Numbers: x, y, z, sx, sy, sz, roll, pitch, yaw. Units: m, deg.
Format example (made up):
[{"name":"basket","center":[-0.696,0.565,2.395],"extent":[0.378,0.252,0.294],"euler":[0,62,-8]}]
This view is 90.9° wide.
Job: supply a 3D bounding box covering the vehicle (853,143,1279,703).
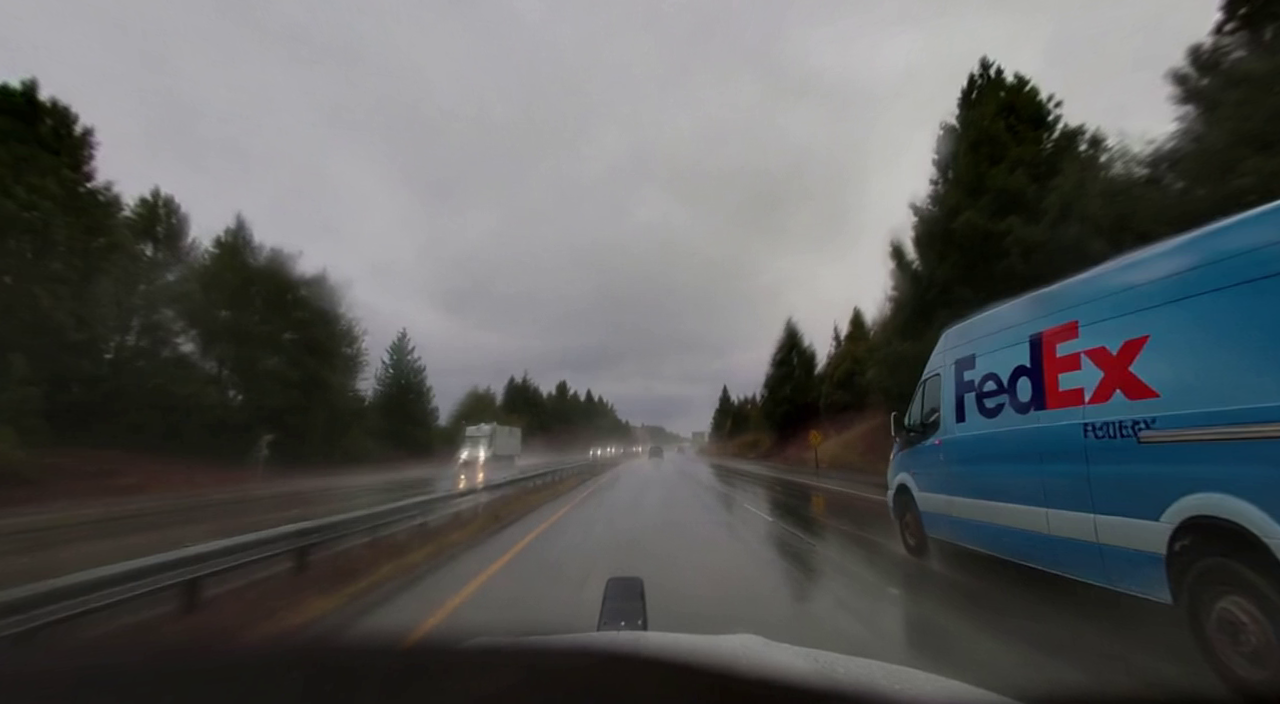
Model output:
[{"name":"vehicle","center":[3.885,0.736,4.532],"extent":[2.522,2.556,6.180],"euler":[0,-9,0]}]
